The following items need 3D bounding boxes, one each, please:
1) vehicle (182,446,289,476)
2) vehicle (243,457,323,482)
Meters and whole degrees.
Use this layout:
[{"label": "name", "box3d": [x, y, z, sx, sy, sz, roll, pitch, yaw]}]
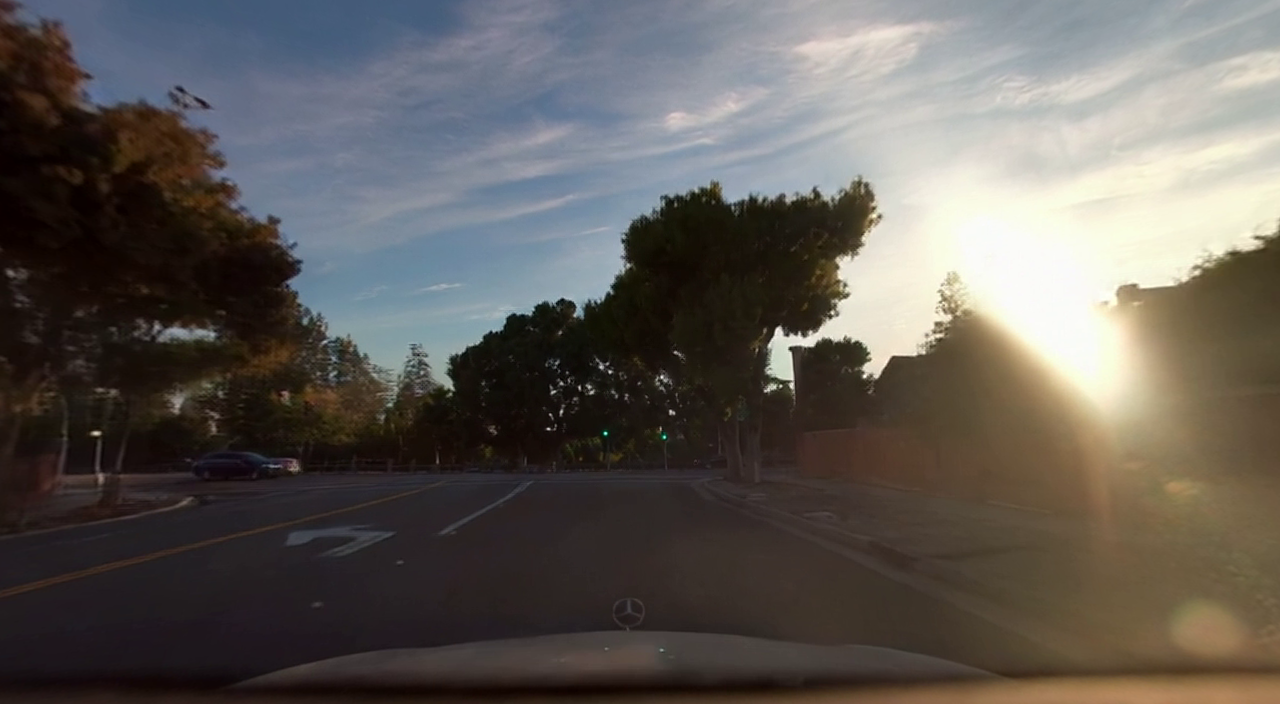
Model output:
[{"label": "vehicle", "box3d": [-25.379, 6.836, 39.763, 5.107, 1.749, 2.254, 0, -9, -7]}, {"label": "vehicle", "box3d": [-26.449, 8.720, 46.846, 4.664, 1.728, 1.959, 1, -9, -7]}]
